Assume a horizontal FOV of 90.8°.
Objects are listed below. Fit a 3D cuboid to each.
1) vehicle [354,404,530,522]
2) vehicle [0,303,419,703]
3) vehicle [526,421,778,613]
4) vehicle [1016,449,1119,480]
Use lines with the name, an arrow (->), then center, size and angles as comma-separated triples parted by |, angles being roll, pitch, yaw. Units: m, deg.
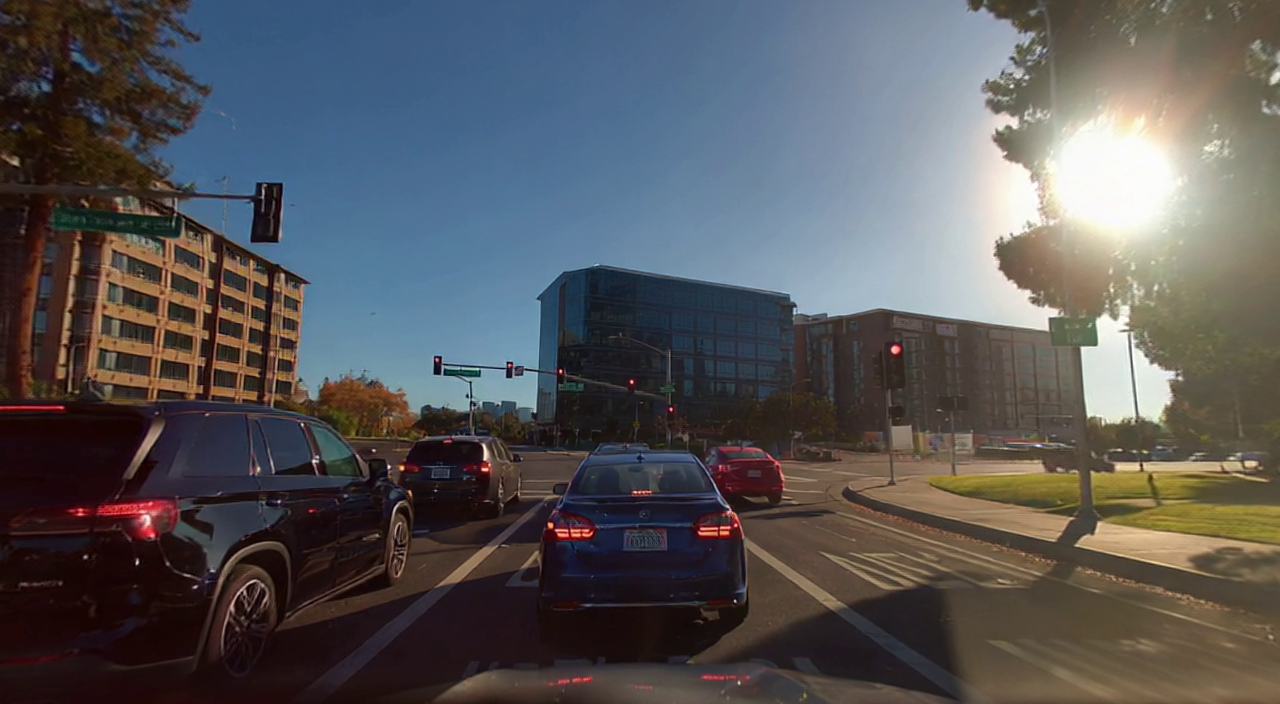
vehicle -> -3.874, 2.313, 13.689 | 2.305, 1.984, 5.586 | 0, -8, -4
vehicle -> -3.142, 1.014, 4.142 | 1.924, 1.737, 4.387 | 0, -8, -2
vehicle -> -0.061, 1.629, 7.275 | 2.001, 1.483, 4.442 | 0, -8, -4
vehicle -> 26.991, 7.095, 40.041 | 4.874, 1.854, 2.230 | 0, -8, -1
